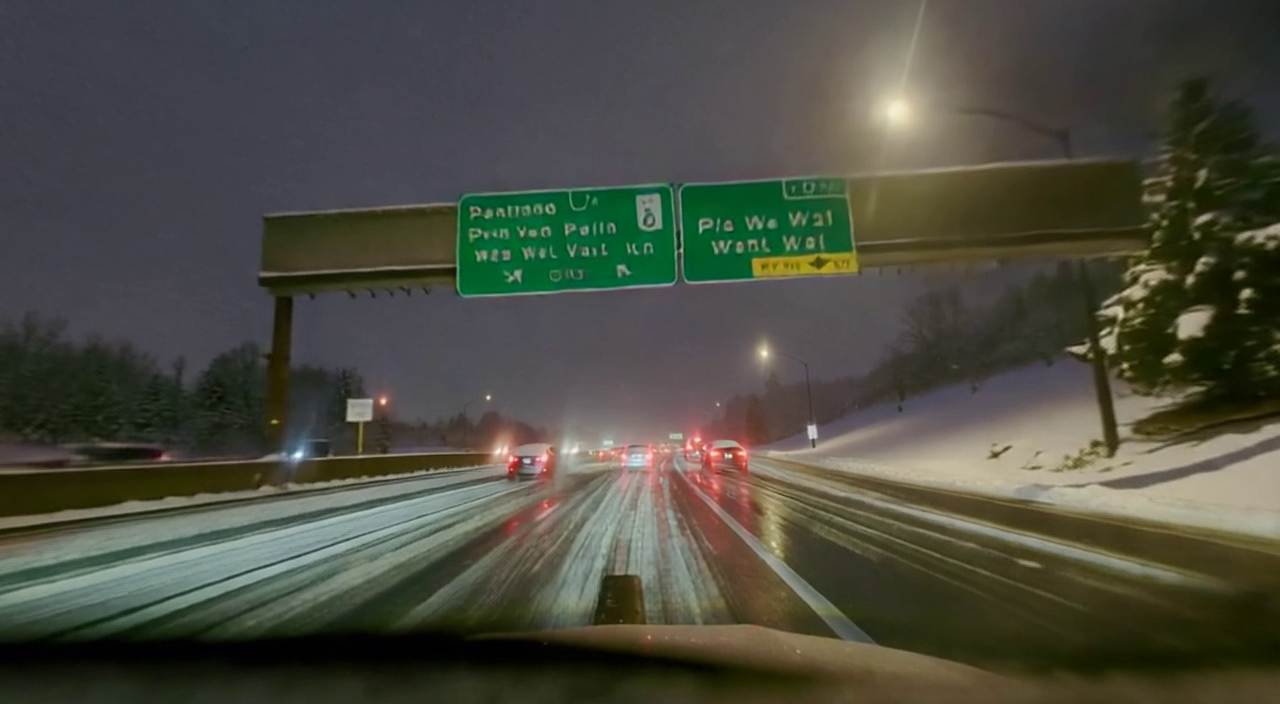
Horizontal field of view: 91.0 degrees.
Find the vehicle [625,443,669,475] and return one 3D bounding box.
[{"bbox_3d":[0.366,5.297,31.378,2.071,1.478,4.130,0,-9,1],"label":"vehicle"}]

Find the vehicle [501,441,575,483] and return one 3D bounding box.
[{"bbox_3d":[-3.885,4.288,24.779,1.996,1.488,4.451,0,-9,3],"label":"vehicle"}]

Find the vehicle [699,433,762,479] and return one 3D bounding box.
[{"bbox_3d":[3.704,4.366,26.604,2.045,1.768,4.249,0,-9,1],"label":"vehicle"}]

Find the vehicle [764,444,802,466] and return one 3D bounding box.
[{"bbox_3d":[10.135,7.337,44.964,1.971,1.464,4.357,-1,-9,3],"label":"vehicle"}]

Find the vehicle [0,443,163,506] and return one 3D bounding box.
[{"bbox_3d":[-16.656,3.448,18.212,1.935,1.541,4.729,0,-9,1],"label":"vehicle"}]
